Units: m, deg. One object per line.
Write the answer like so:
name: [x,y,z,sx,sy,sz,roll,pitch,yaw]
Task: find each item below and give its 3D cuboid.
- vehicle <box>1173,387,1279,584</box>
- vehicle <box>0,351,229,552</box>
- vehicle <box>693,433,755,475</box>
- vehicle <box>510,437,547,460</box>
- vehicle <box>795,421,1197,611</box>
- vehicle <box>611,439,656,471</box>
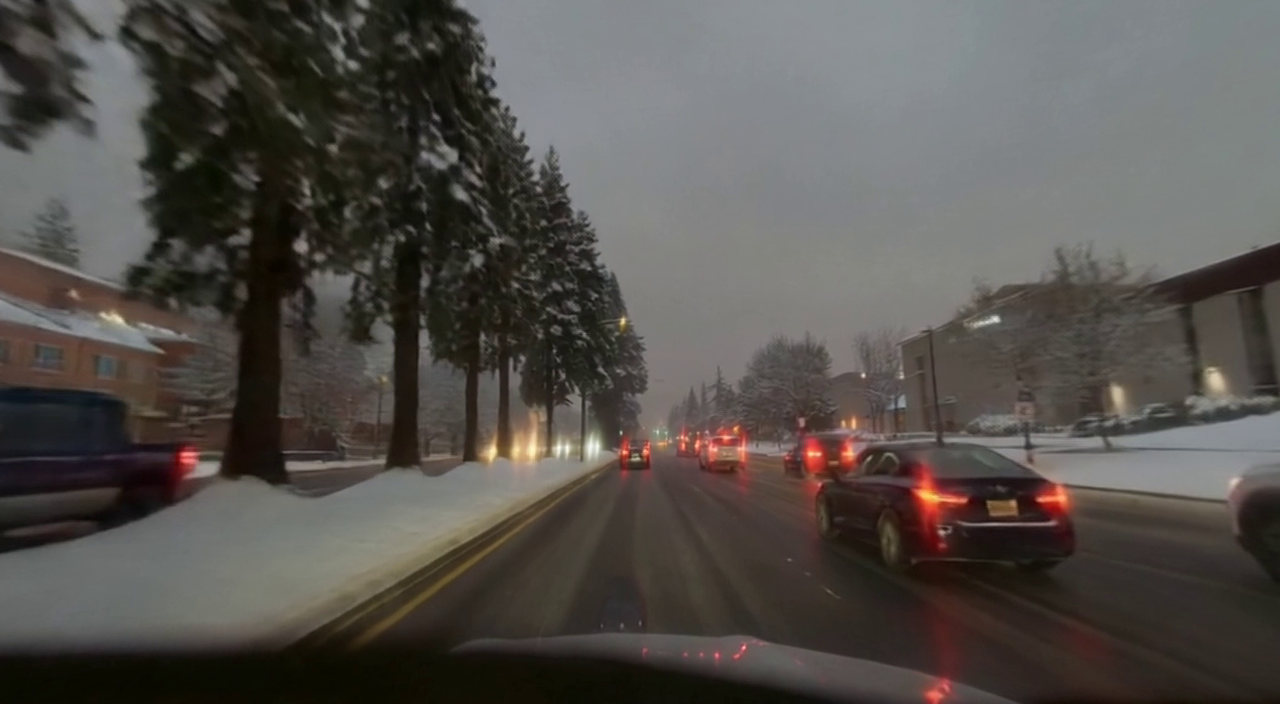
vehicle: [7.135,1.042,4.487,2.188,1.840,5.050,0,-9,0]
vehicle: [-8.310,1.245,7.873,2.396,2.216,5.698,0,-9,0]
vehicle: [3.677,4.576,28.349,2.130,1.718,4.310,0,-9,-1]
vehicle: [-8.077,7.033,45.755,1.939,1.574,3.820,0,-9,1]
vehicle: [3.415,1.664,7.376,2.010,1.490,4.639,0,-9,0]
vehicle: [-0.315,5.237,31.991,2.111,1.506,4.018,0,-9,0]
